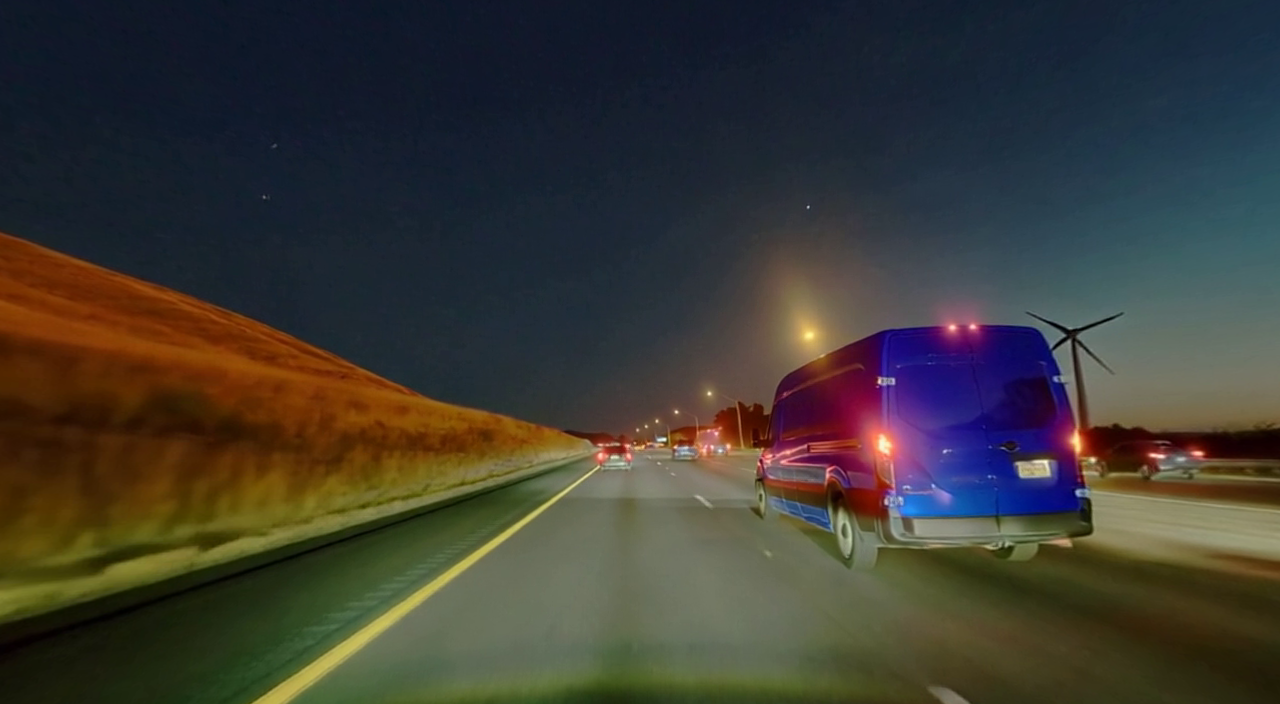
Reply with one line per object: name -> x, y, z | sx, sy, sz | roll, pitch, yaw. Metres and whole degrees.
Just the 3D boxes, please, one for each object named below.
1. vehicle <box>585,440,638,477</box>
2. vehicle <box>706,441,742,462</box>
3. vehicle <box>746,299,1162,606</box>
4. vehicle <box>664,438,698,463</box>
vehicle -> -1.150, 4.507, 26.882 | 2.082, 1.445, 3.826 | 0, -8, -1
vehicle -> 6.387, 7.667, 48.811 | 1.958, 1.514, 4.930 | 0, -8, -2
vehicle -> 3.167, 1.257, 8.360 | 2.365, 2.630, 5.754 | 0, -8, -1
vehicle -> 2.932, 7.233, 46.391 | 2.108, 1.717, 3.996 | 0, -8, -2
